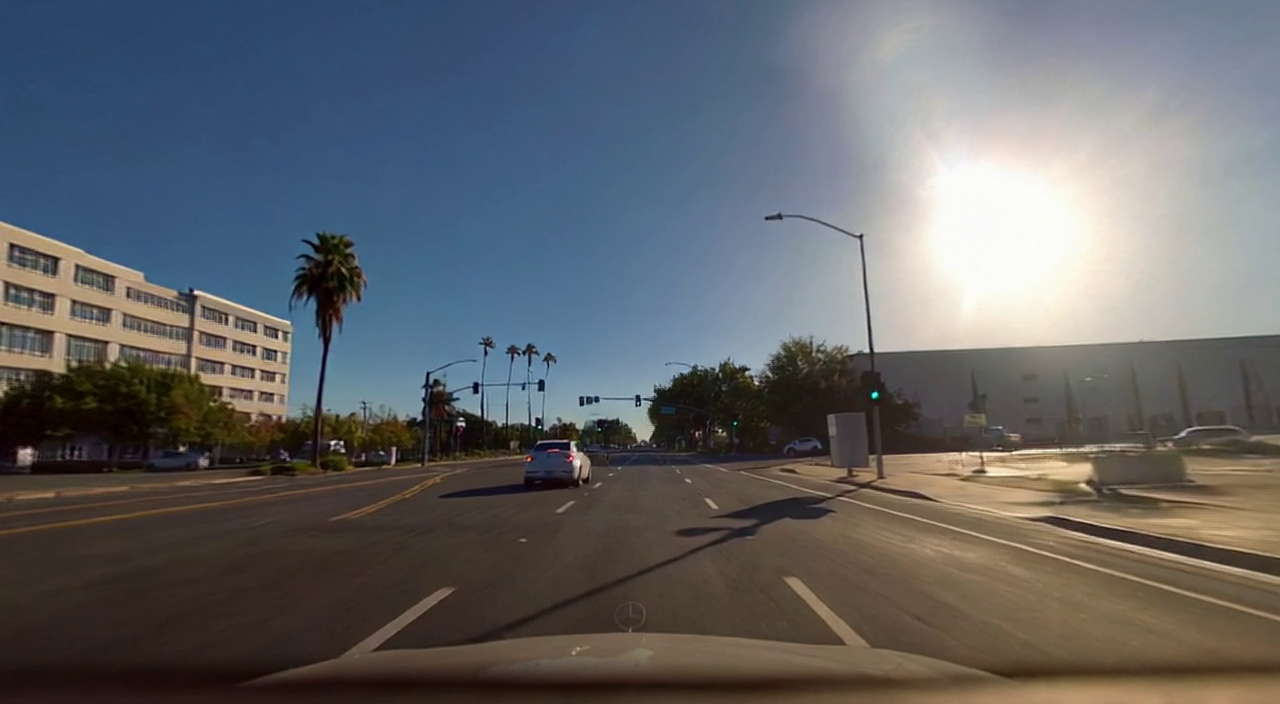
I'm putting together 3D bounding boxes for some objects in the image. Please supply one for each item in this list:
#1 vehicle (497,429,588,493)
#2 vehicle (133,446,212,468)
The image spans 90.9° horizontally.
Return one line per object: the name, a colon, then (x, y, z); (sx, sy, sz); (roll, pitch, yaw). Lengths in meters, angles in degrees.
vehicle: (-2.895, 3.372, 19.755); (2.011, 1.756, 4.478); (0, -9, 2)
vehicle: (-36.257, 8.153, 48.973); (4.553, 1.492, 1.967); (-2, -8, -1)
